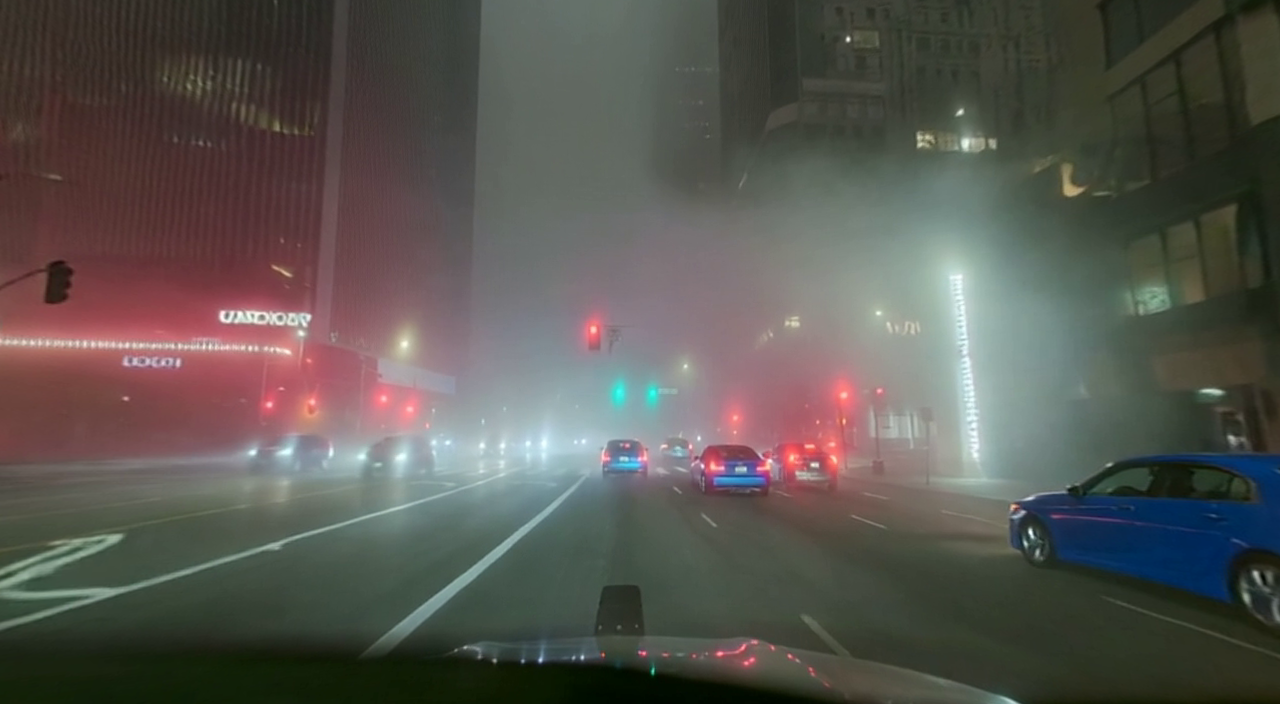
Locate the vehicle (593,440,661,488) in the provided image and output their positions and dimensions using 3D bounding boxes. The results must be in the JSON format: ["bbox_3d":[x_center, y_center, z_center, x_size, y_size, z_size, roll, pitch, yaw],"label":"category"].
[{"bbox_3d":[-0.438,3.780,21.664,2.096,1.457,4.160,0,-8,-1],"label":"vehicle"}]

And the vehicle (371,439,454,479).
[{"bbox_3d":[-9.744,4.593,27.440,1.960,1.568,4.511,0,-8,0],"label":"vehicle"}]

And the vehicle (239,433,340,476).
[{"bbox_3d":[-15.391,4.513,28.069,1.932,1.760,4.422,0,-8,-1],"label":"vehicle"}]

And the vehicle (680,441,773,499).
[{"bbox_3d":[2.397,3.412,18.690,1.987,1.484,4.427,0,-8,-2],"label":"vehicle"}]

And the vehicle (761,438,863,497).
[{"bbox_3d":[5.588,3.785,21.142,2.015,1.745,4.444,0,-8,-2],"label":"vehicle"}]

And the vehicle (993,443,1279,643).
[{"bbox_3d":[5.727,1.629,6.068,1.914,1.484,4.639,0,-8,-1],"label":"vehicle"}]

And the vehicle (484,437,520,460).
[{"bbox_3d":[-10.347,7.275,47.601,1.879,1.637,4.100,0,-8,-1],"label":"vehicle"}]
